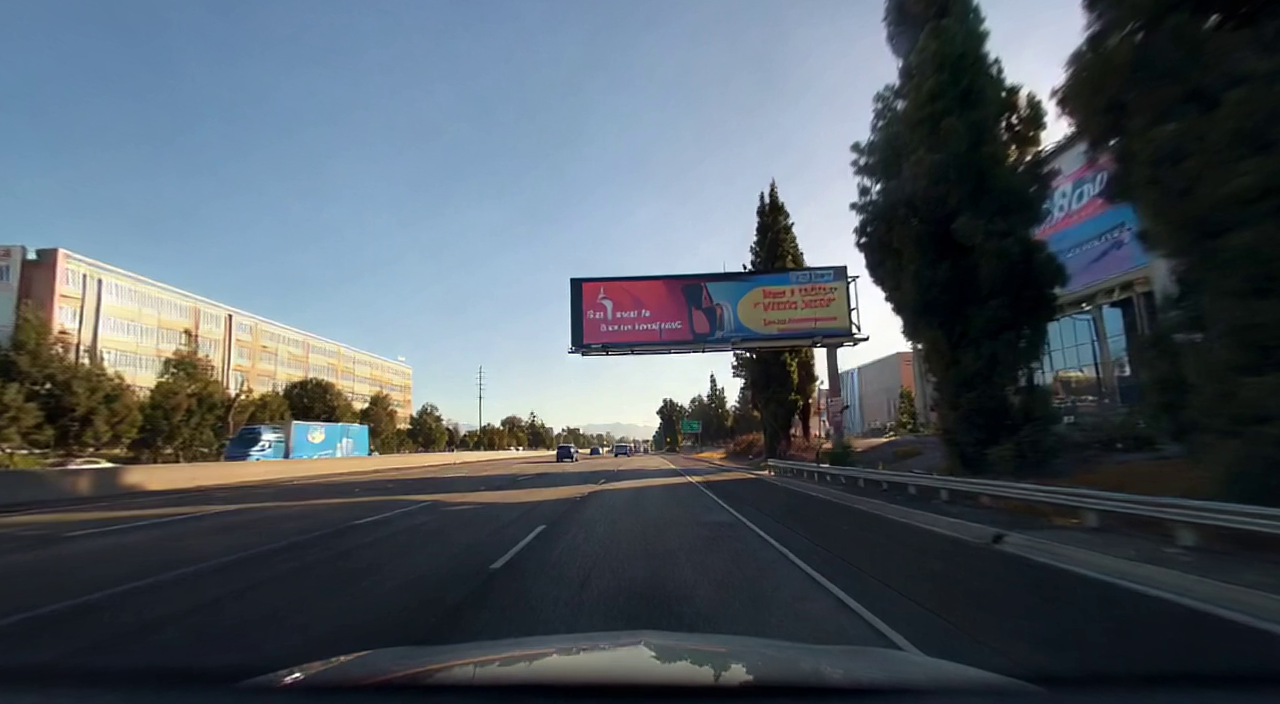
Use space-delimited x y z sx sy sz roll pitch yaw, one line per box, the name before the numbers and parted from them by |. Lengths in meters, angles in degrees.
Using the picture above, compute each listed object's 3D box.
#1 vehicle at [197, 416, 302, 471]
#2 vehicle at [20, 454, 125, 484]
vehicle | -28.023 6.652 45.725 3.018 3.658 6.782 0 -8 1
vehicle | -31.754 6.541 35.494 1.916 1.476 4.229 0 -8 0
